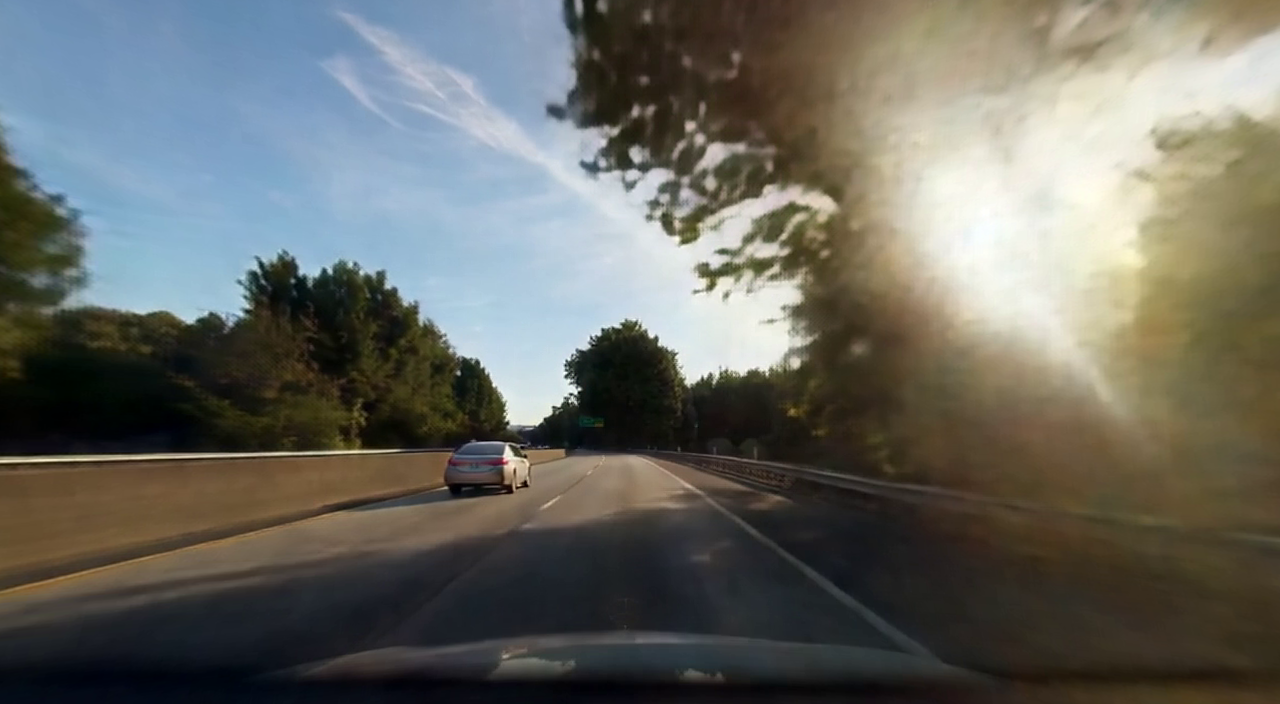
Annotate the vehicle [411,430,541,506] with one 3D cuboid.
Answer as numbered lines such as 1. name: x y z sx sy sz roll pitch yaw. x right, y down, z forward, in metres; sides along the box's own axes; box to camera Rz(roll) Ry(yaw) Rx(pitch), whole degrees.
1. vehicle: -3.689 2.689 14.972 1.990 1.532 3.911 0 -9 0
